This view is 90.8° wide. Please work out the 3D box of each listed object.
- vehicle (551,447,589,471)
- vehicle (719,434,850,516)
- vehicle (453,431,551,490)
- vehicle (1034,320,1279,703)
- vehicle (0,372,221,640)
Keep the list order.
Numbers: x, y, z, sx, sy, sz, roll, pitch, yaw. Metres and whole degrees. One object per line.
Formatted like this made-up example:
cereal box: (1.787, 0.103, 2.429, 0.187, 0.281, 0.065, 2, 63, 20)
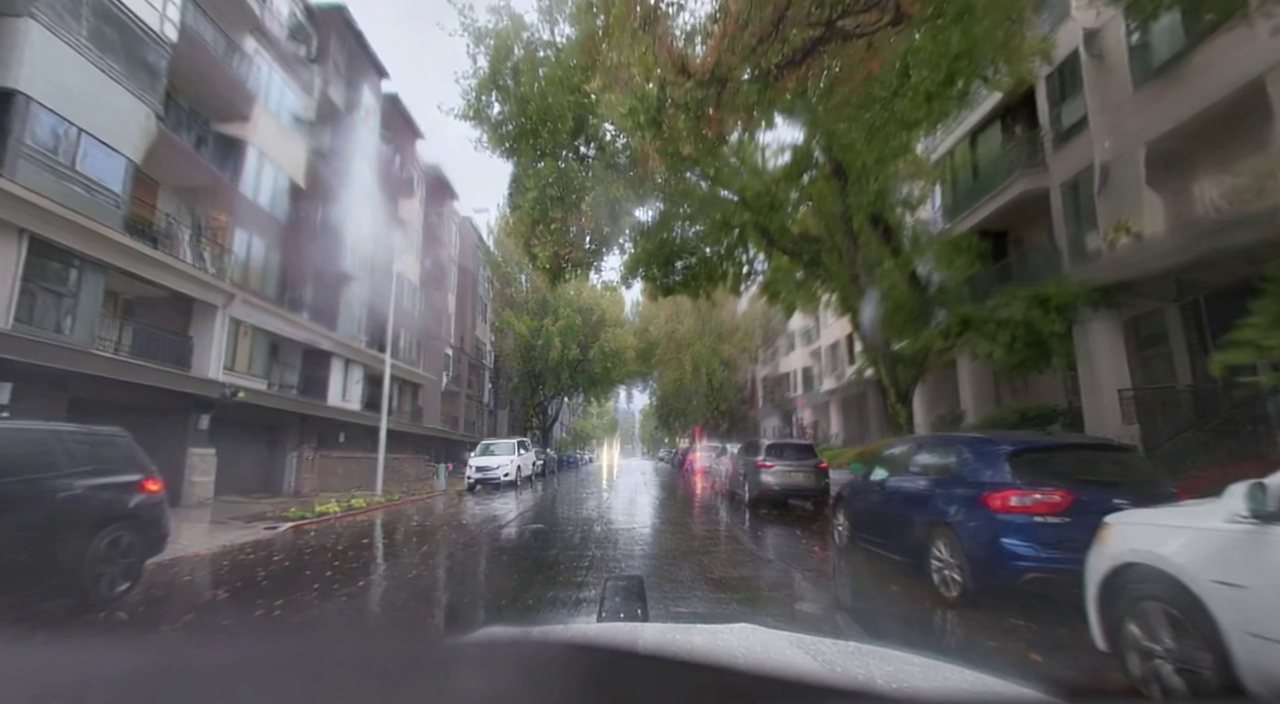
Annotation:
vehicle: (-5.468, 8.415, 49.833, 2.222, 1.735, 5.215, -1, -8, 2)
vehicle: (3.518, 3.090, 16.558, 2.216, 1.790, 5.077, 0, -8, 0)
vehicle: (-5.554, 4.518, 26.408, 2.596, 2.152, 5.689, -1, -10, 2)
vehicle: (3.686, 0.668, 1.460, 2.208, 1.893, 5.037, 0, -8, -1)
vehicle: (-5.877, 1.061, 4.162, 2.642, 1.880, 5.242, -1, -10, 0)
